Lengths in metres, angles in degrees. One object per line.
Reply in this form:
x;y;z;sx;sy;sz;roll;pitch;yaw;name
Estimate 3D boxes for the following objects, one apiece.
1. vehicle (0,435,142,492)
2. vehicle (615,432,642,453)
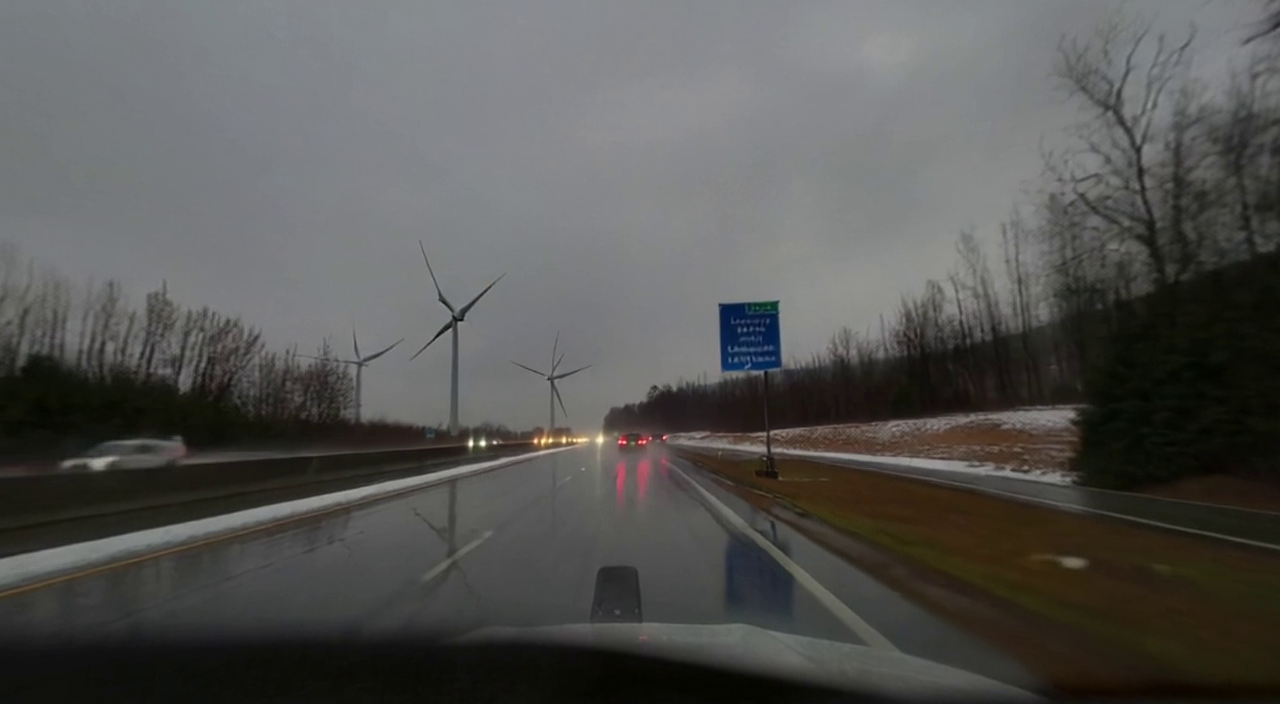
-19.990;3.764;21.763;1.937;1.726;4.368;0;-8;-1;vehicle
-0.892;6.762;47.013;1.892;1.496;3.575;0;-8;-2;vehicle
